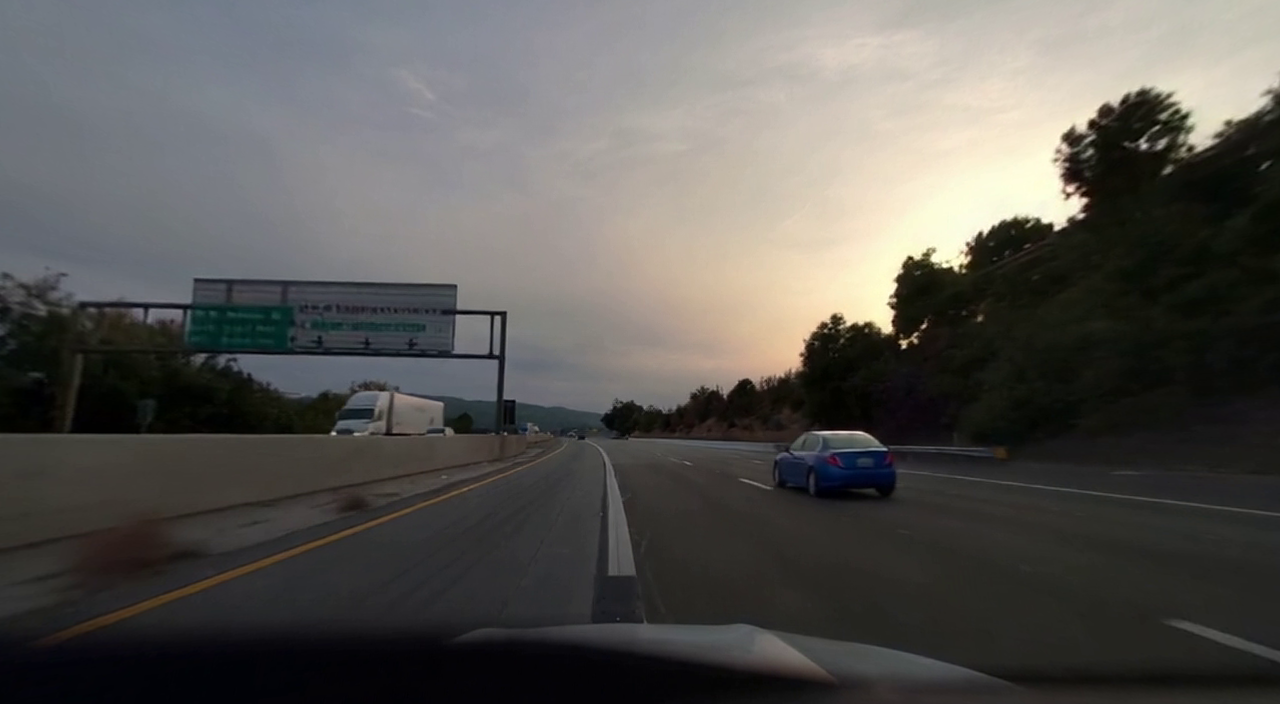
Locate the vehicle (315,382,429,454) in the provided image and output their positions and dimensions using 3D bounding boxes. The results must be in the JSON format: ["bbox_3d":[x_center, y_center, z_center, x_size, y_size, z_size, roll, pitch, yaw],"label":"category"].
[{"bbox_3d":[-15.686,4.139,38.135,2.909,3.700,10.842,0,-8,-5],"label":"vehicle"}]

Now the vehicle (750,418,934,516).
[{"bbox_3d":[3.737,2.192,12.611,1.997,1.589,4.179,1,-8,-5],"label":"vehicle"}]
